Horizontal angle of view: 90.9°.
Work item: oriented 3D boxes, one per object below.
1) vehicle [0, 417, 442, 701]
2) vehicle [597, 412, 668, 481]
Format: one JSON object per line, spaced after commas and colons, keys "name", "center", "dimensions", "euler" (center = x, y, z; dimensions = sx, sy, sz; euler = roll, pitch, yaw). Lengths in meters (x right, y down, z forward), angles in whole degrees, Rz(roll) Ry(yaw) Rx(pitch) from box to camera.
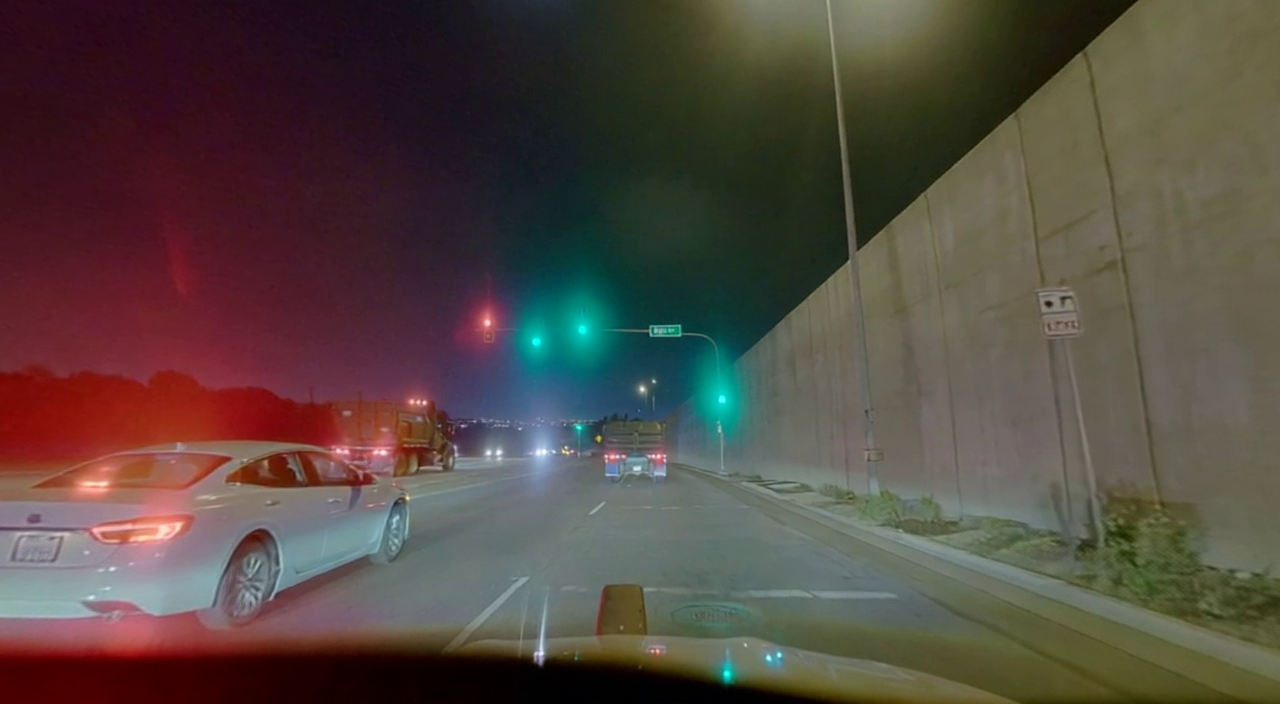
{"name": "vehicle", "center": [-3.710, 1.462, 5.882], "dimensions": [2.019, 1.480, 4.966], "euler": [0, -8, 1]}
{"name": "vehicle", "center": [-0.345, 3.553, 23.830], "dimensions": [2.355, 2.305, 5.336], "euler": [0, -9, -2]}
